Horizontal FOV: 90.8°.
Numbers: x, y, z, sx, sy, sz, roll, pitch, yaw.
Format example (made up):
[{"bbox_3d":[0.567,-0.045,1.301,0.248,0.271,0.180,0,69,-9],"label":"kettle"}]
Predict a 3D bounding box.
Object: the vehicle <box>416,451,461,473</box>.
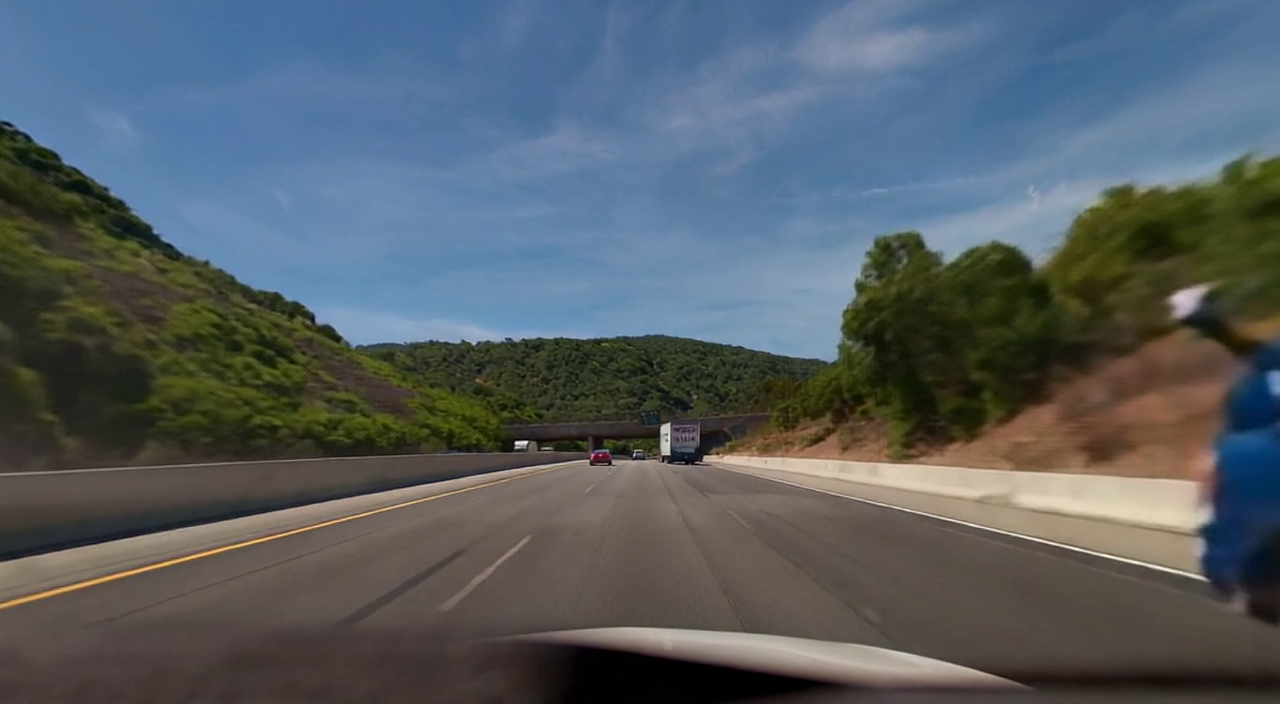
[{"bbox_3d":[-14.090,7.668,44.299,1.790,1.443,3.847,0,-9,1],"label":"vehicle"}]
